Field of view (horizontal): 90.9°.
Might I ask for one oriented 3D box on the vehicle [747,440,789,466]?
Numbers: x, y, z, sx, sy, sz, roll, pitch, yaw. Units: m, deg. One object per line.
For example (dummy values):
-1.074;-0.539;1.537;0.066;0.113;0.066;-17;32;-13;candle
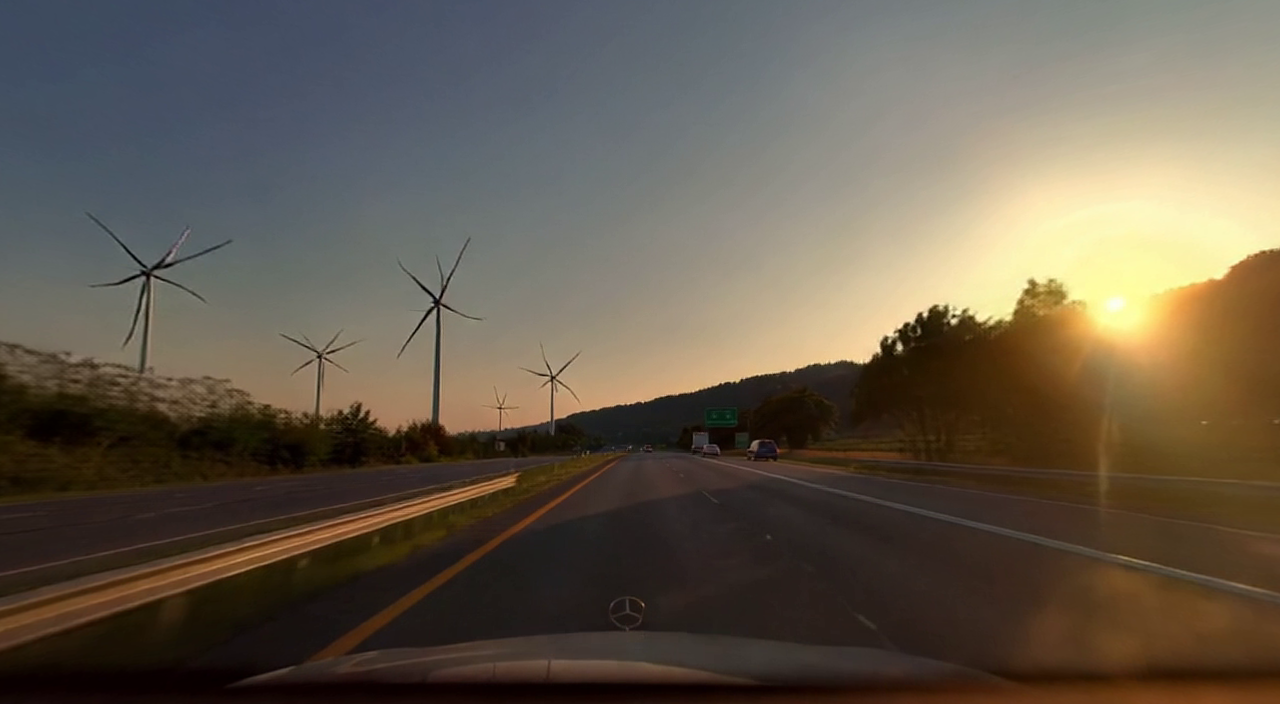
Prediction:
8.791;7.006;43.702;1.897;1.669;4.825;1;-9;0;vehicle
